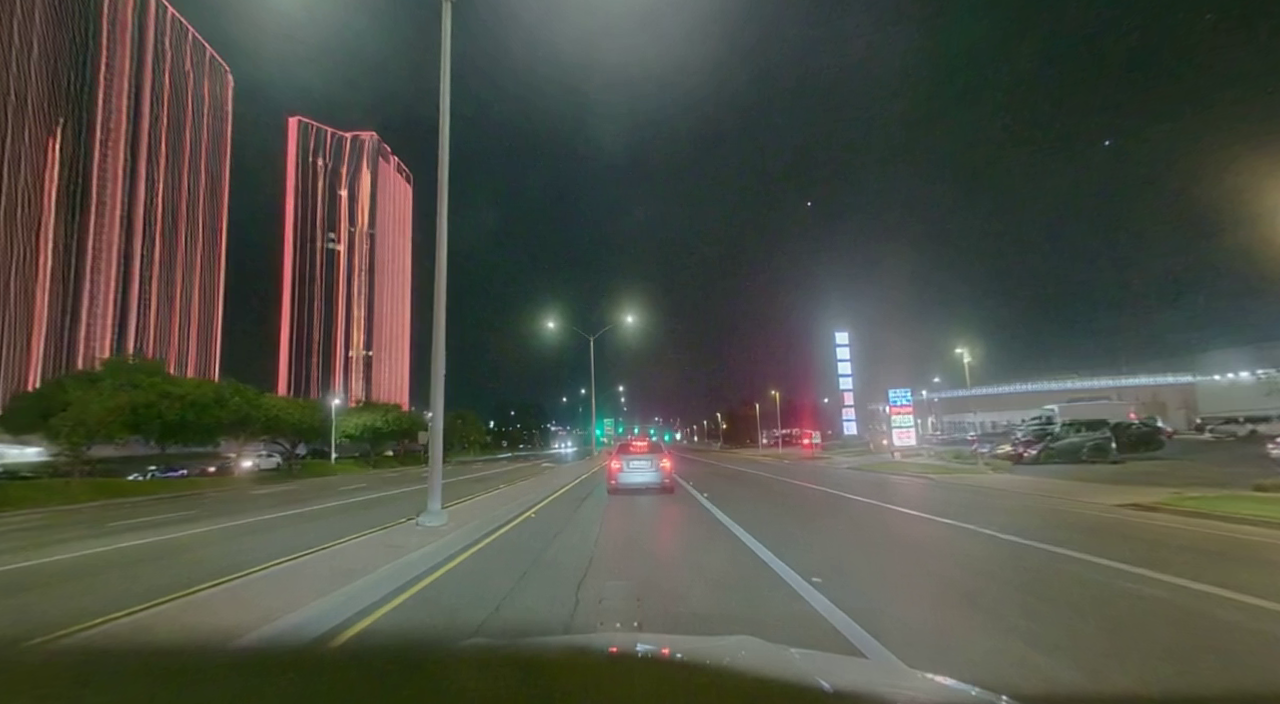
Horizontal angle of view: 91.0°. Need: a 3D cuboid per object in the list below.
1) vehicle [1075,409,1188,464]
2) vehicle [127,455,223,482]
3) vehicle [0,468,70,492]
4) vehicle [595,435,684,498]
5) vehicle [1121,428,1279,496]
[{"bbox_3d":[21.586,3.792,27.987,2.336,2.164,5.796,-3,-9,22],"label":"vehicle"},{"bbox_3d":[-27.823,6.992,37.746,4.209,1.497,1.913,0,-9,0],"label":"vehicle"},{"bbox_3d":[-39.234,8.143,40.065,3.805,1.406,1.701,5,-9,-21],"label":"vehicle"},{"bbox_3d":[-0.037,3.026,17.010,2.126,1.475,3.967,0,-8,-1],"label":"vehicle"},{"bbox_3d":[15.180,2.724,15.924,4.383,1.561,2.134,1,-8,-6],"label":"vehicle"}]
